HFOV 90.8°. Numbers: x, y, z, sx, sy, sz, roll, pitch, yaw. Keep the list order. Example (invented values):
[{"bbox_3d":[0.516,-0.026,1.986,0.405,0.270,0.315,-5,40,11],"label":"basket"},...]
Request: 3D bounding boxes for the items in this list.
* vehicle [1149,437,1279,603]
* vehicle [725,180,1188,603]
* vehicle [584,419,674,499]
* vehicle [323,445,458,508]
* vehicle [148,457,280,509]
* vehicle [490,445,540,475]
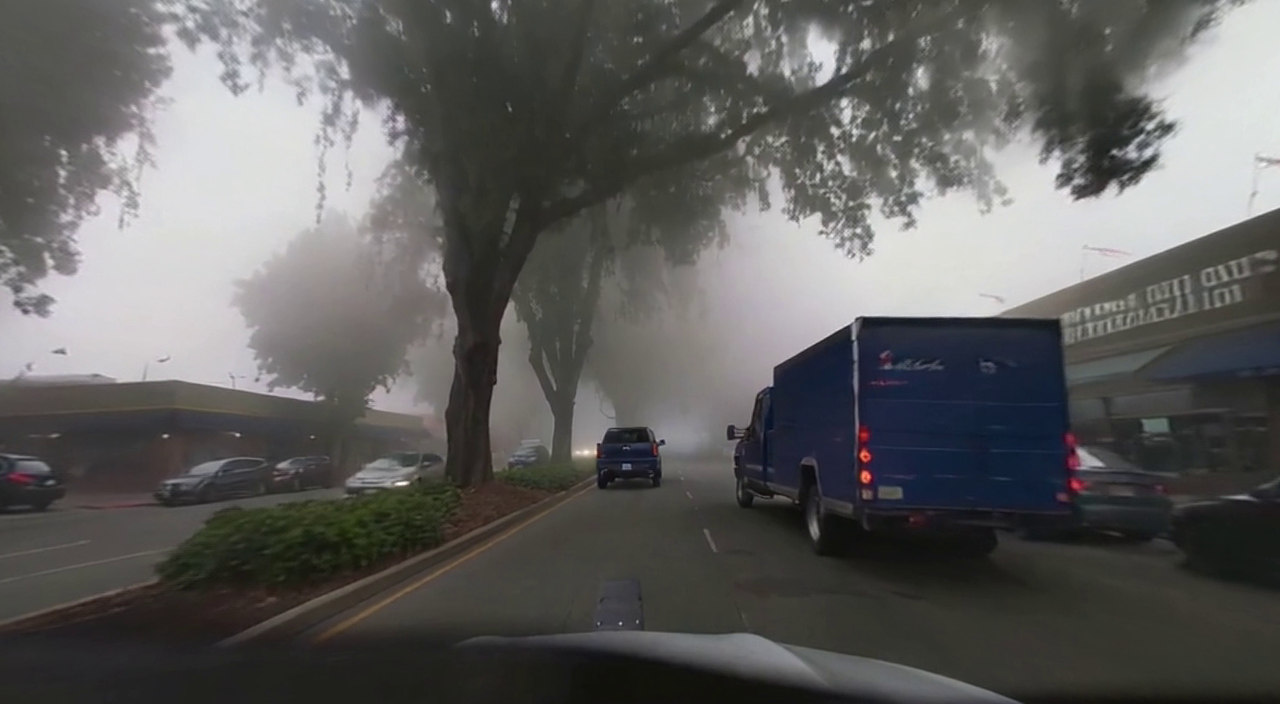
[{"bbox_3d":[6.850,1.461,5.219,1.929,1.522,4.158,-1,-8,3],"label":"vehicle"},{"bbox_3d":[3.895,1.253,12.699,3.007,4.206,12.913,0,-9,2],"label":"vehicle"},{"bbox_3d":[-0.153,3.100,18.685,2.293,2.036,4.853,-1,-8,3],"label":"vehicle"},{"bbox_3d":[-6.913,3.461,18.126,2.056,1.534,4.645,0,-8,-1],"label":"vehicle"},{"bbox_3d":[-15.695,4.796,23.625,1.841,1.567,4.413,-3,-8,1],"label":"vehicle"},{"bbox_3d":[-7.353,6.386,37.652,1.937,1.641,4.575,0,-8,1],"label":"vehicle"}]
